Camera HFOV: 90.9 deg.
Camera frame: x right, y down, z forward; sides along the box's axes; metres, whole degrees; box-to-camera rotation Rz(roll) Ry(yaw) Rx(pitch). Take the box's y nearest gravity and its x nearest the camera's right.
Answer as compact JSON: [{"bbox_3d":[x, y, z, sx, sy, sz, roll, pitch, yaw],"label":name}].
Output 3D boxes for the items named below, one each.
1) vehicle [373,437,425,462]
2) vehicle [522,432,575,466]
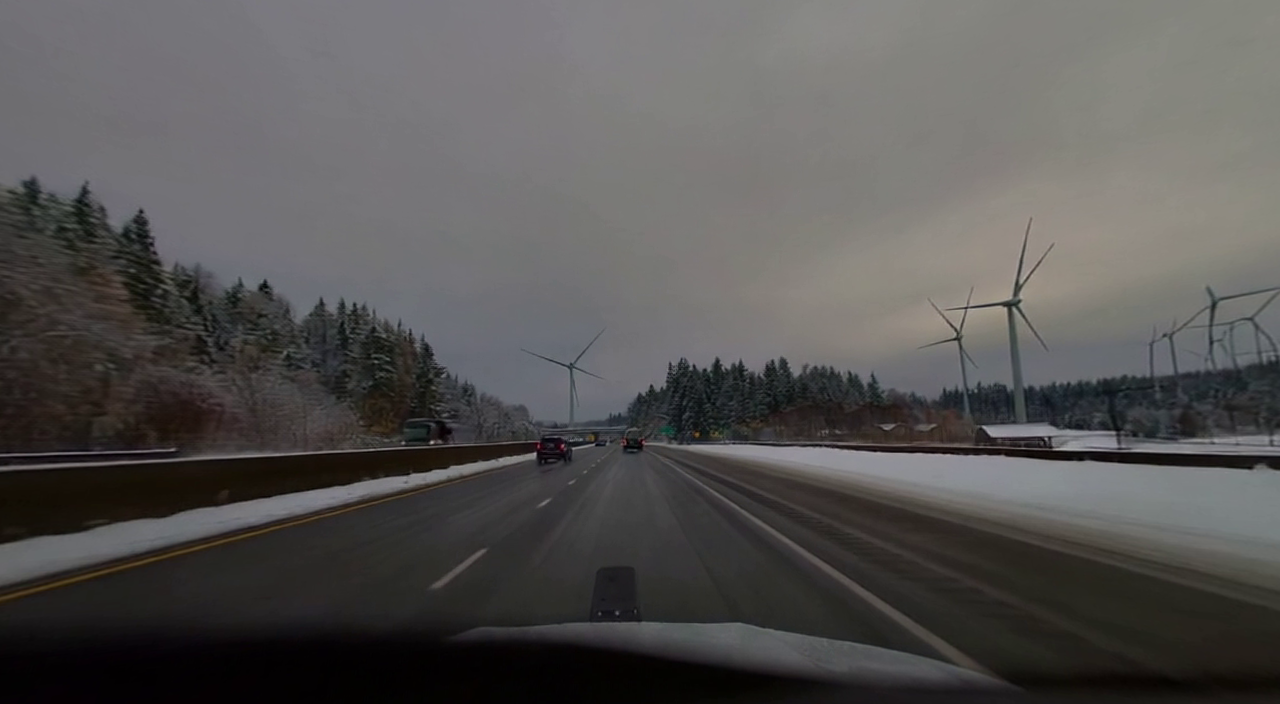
[{"bbox_3d":[-16.962,6.853,44.566,2.020,1.629,4.222,0,-8,0],"label":"vehicle"},{"bbox_3d":[-4.315,4.616,30.184,1.950,1.511,3.965,0,-8,0],"label":"vehicle"}]
